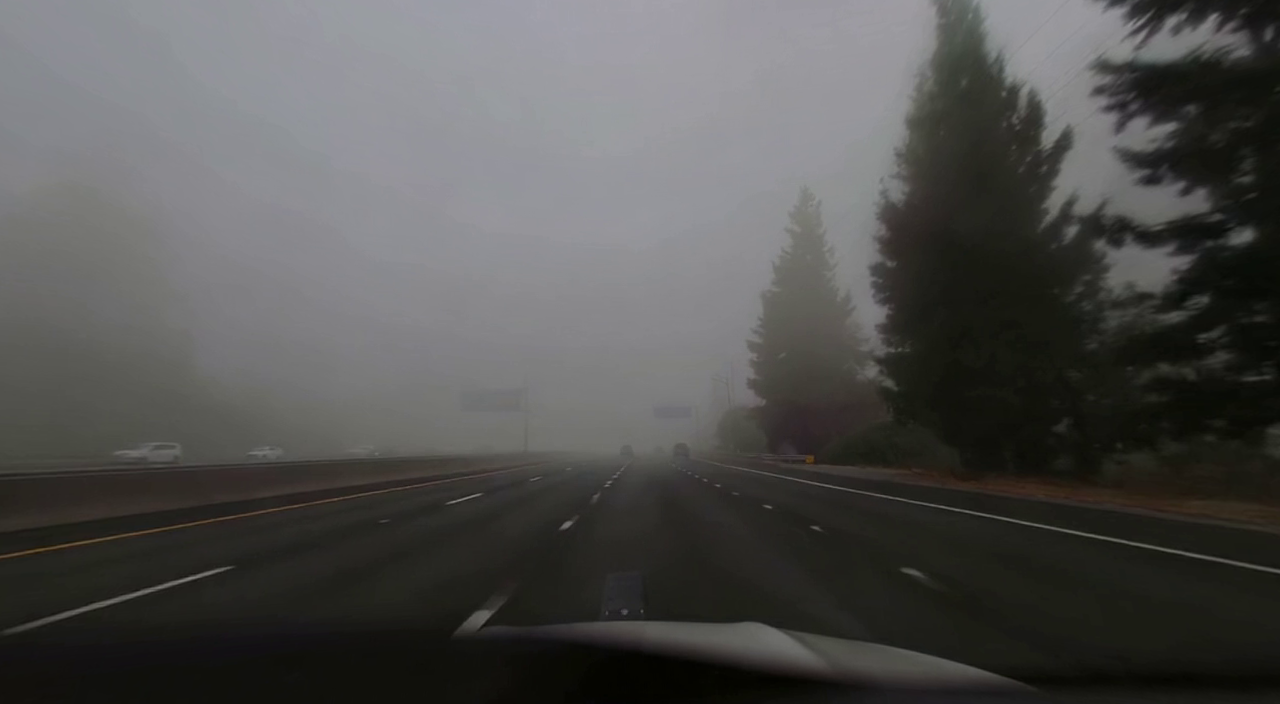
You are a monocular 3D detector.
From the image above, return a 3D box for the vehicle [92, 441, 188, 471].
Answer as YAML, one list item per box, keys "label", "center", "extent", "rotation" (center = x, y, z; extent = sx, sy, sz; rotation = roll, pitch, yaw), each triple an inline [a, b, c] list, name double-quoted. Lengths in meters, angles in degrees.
- label: "vehicle"
  center: [-30.372, 6.313, 38.507]
  extent: [1.975, 1.717, 4.668]
  rotation: [0, -8, 1]

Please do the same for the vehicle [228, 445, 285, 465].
- label: "vehicle"
  center: [-30.192, 8.093, 49.785]
  extent: [1.717, 1.466, 4.377]
  rotation: [0, -8, 0]
